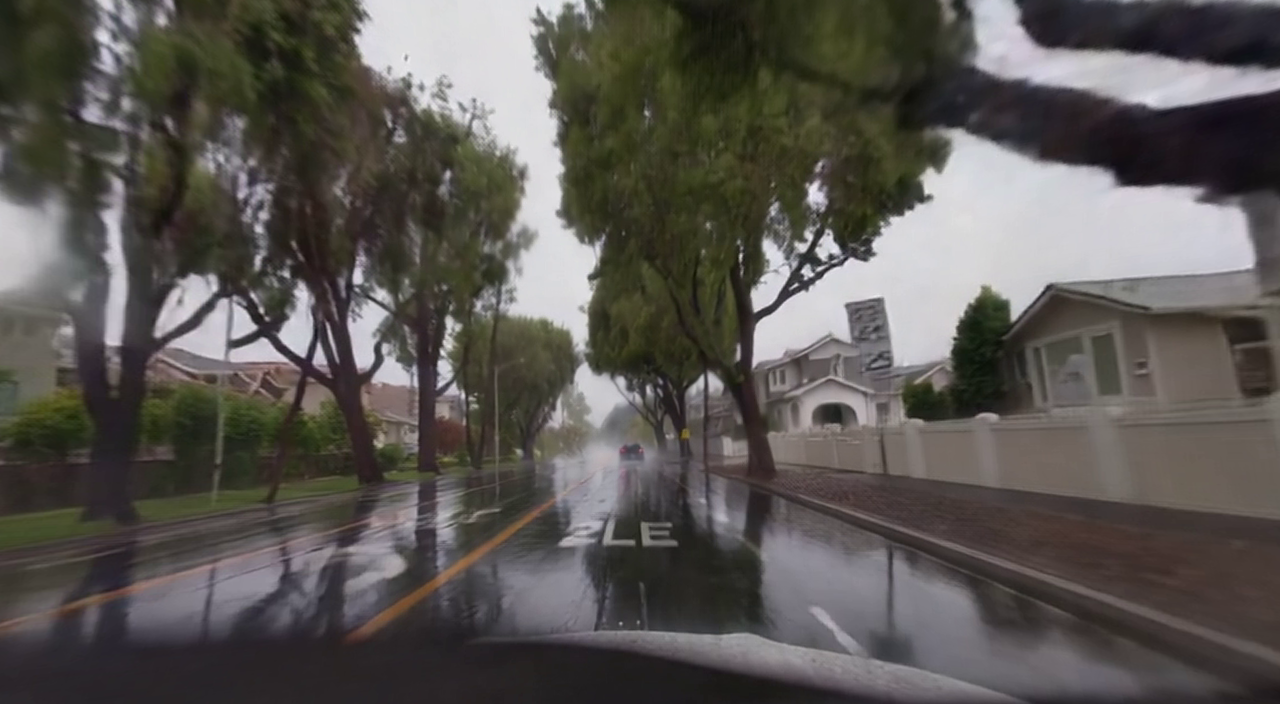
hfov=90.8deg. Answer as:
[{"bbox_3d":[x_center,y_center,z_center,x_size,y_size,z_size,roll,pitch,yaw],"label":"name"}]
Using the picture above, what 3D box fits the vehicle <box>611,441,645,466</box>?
[{"bbox_3d":[-0.772,6.574,41.099,2.104,1.500,3.815,0,-8,-1],"label":"vehicle"}]
